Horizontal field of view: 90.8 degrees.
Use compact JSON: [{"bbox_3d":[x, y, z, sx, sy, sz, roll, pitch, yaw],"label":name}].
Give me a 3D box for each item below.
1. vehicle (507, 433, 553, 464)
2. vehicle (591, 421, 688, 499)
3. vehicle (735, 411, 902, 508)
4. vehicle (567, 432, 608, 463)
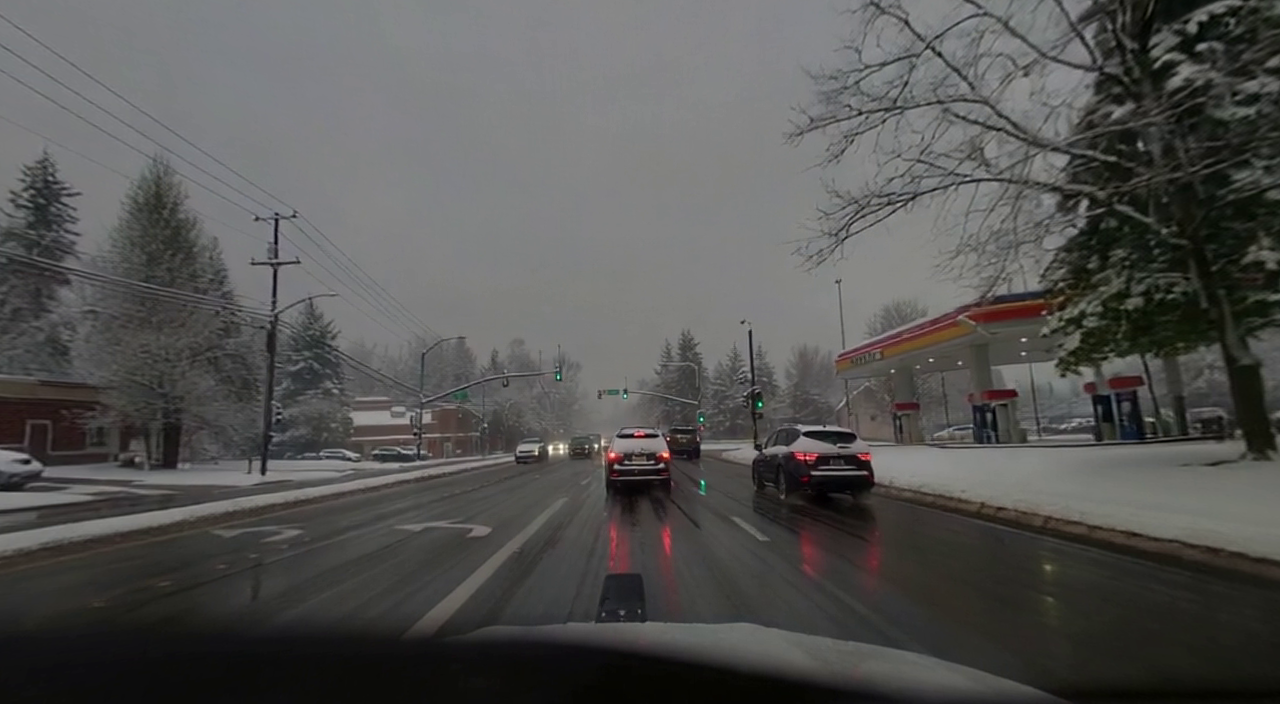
[{"bbox_3d":[-6.591,5.838,38.334,1.994,1.695,4.471,0,-8,0],"label":"vehicle"},{"bbox_3d":[-0.087,2.683,16.049,2.164,1.718,3.881,0,-8,-2],"label":"vehicle"},{"bbox_3d":[3.735,2.372,14.387,2.116,1.791,5.006,0,-8,-3],"label":"vehicle"},{"bbox_3d":[-3.184,5.885,38.961,2.155,1.745,4.248,0,-8,0],"label":"vehicle"}]
